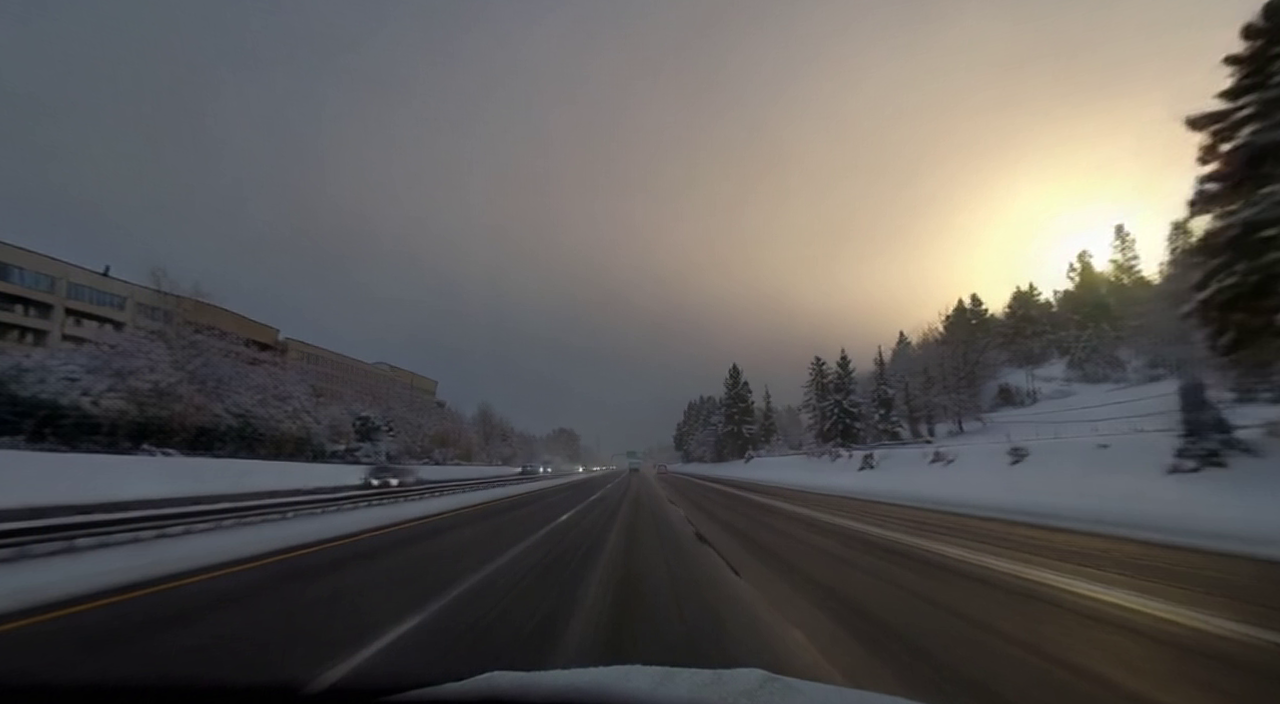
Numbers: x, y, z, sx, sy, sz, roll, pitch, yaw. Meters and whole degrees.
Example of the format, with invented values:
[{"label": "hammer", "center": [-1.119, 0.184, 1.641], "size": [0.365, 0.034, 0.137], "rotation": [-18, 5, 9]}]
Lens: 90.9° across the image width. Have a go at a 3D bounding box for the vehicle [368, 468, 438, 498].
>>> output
[{"label": "vehicle", "center": [-11.866, 6.596, 31.901], "size": [1.883, 1.389, 4.129], "rotation": [1, -10, 1]}]
